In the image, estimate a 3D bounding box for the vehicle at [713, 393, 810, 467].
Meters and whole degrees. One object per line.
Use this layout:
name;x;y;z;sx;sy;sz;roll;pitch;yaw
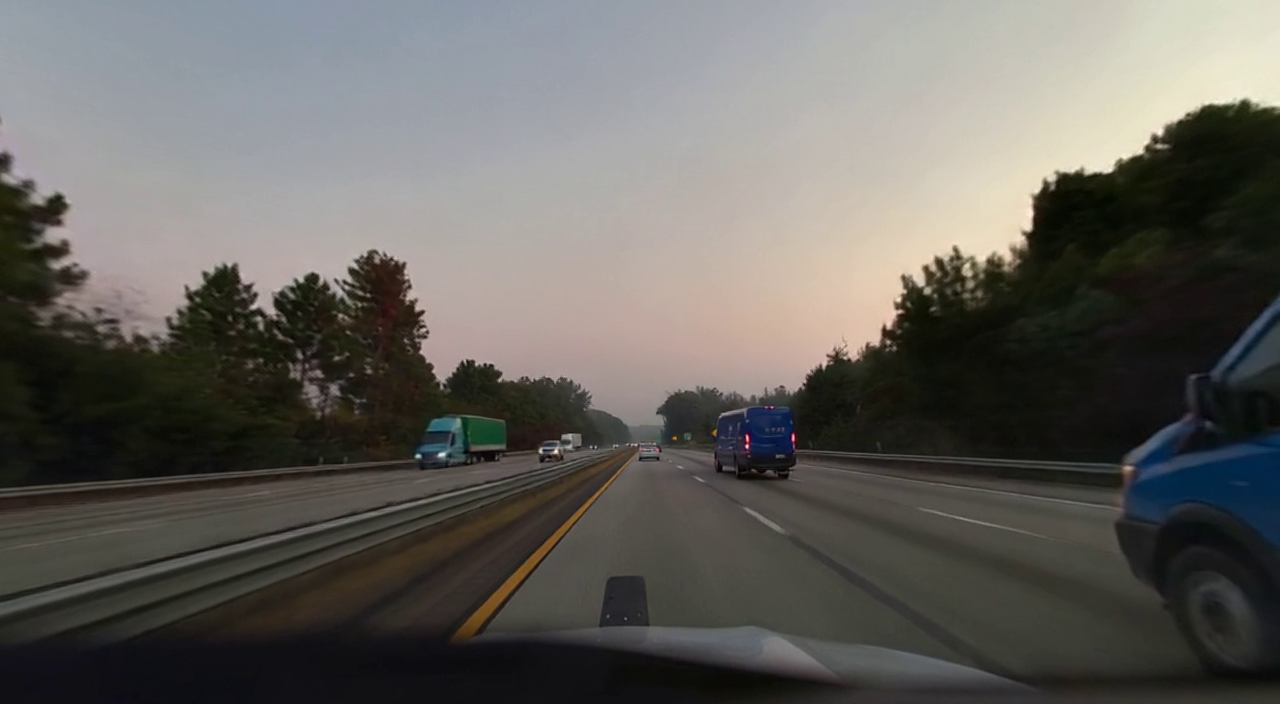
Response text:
vehicle;7.815;5.610;43.931;3.479;4.156;17.231;0;-8;0

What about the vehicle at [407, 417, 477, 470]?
vehicle;-15.014;6.984;48.203;3.286;3.794;5.668;0;-8;2

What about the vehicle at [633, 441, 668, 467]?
vehicle;0.667;6.559;40.628;2.121;1.590;4.434;0;-8;1

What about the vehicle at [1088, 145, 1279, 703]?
vehicle;4.115;0.054;0.389;2.393;2.679;7.059;0;-8;0
